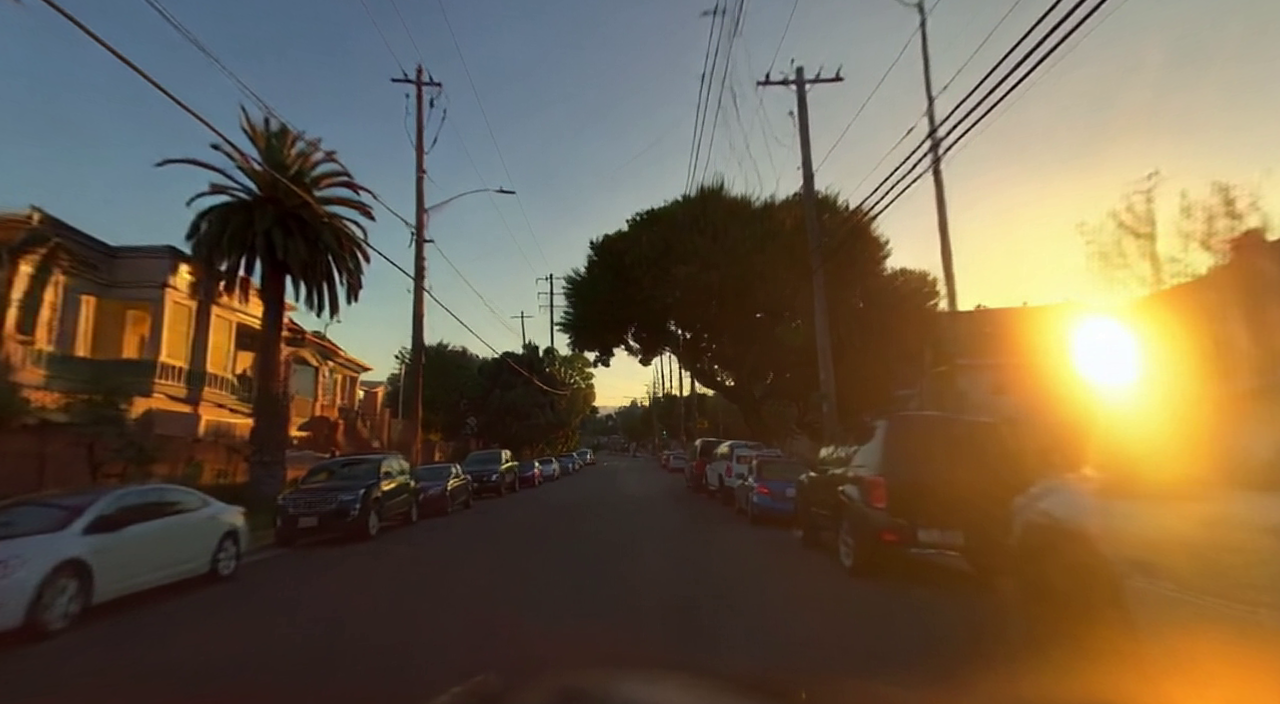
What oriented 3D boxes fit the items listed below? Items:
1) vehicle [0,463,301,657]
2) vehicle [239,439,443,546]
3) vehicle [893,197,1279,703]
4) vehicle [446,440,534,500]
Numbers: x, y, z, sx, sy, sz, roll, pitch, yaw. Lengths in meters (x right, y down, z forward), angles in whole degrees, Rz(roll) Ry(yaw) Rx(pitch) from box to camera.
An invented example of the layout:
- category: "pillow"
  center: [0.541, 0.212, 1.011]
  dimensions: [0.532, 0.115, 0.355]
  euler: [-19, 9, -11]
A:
- category: "vehicle"
  center: [-6.287, 2.147, 7.605]
  dimensions: [1.874, 1.449, 4.622]
  euler: [0, -8, -1]
- category: "vehicle"
  center: [-6.330, 2.976, 14.197]
  dimensions: [2.349, 1.952, 4.848]
  euler: [0, -8, -2]
- category: "vehicle"
  center: [2.906, 0.468, 1.085]
  dimensions: [2.268, 1.953, 6.124]
  euler: [0, -8, -1]
- category: "vehicle"
  center: [-6.156, 4.880, 26.773]
  dimensions: [2.281, 2.248, 5.873]
  euler: [0, -8, 0]
